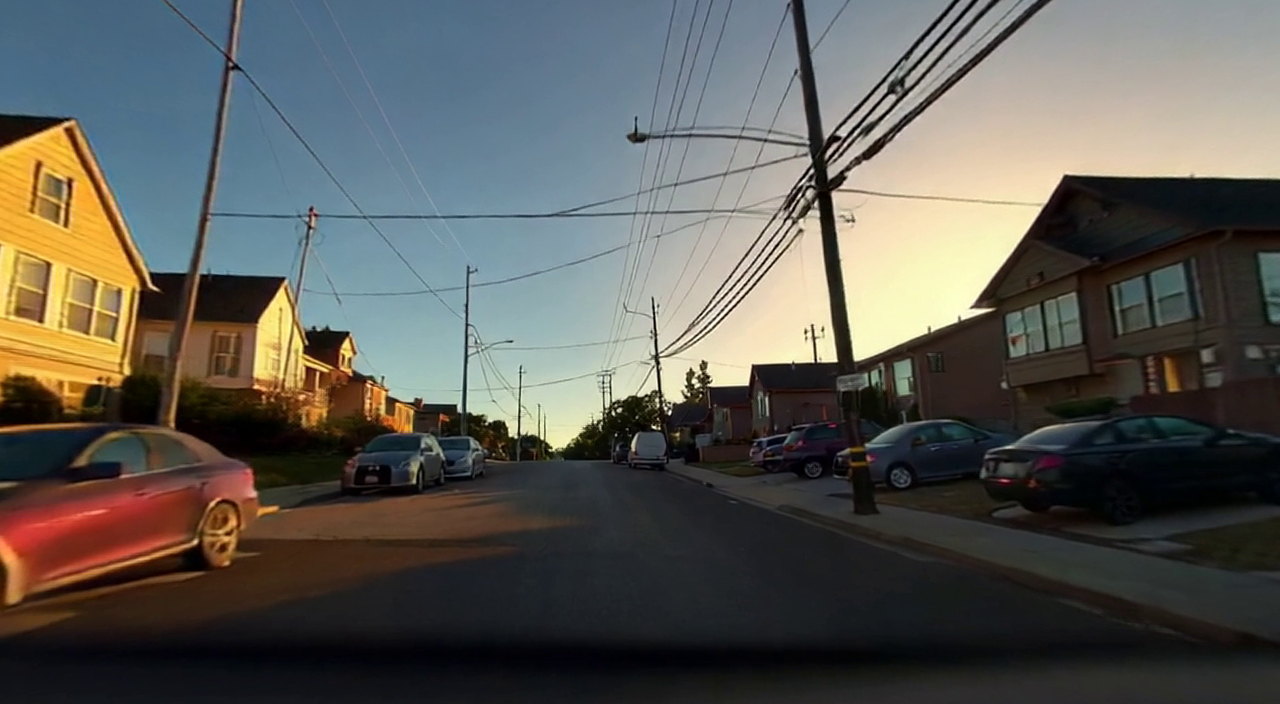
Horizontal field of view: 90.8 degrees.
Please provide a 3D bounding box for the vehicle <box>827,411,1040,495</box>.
[{"bbox_3d":[7.243,2.505,15.867,4.315,1.736,1.950,-2,-8,-7],"label":"vehicle"}]

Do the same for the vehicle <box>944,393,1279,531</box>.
[{"bbox_3d":[7.422,1.615,9.726,4.316,1.730,2.166,-1,-8,-6],"label":"vehicle"}]

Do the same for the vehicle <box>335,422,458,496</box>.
[{"bbox_3d":[-6.166,2.689,16.516,1.967,1.656,3.924,2,-7,-6],"label":"vehicle"}]

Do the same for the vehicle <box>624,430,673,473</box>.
[{"bbox_3d":[0.403,5.652,36.243,2.343,2.229,4.199,2,-8,-4],"label":"vehicle"}]

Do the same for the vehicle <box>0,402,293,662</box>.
[{"bbox_3d":[-4.995,1.183,4.913,2.084,1.522,4.925,3,-6,-5],"label":"vehicle"}]
